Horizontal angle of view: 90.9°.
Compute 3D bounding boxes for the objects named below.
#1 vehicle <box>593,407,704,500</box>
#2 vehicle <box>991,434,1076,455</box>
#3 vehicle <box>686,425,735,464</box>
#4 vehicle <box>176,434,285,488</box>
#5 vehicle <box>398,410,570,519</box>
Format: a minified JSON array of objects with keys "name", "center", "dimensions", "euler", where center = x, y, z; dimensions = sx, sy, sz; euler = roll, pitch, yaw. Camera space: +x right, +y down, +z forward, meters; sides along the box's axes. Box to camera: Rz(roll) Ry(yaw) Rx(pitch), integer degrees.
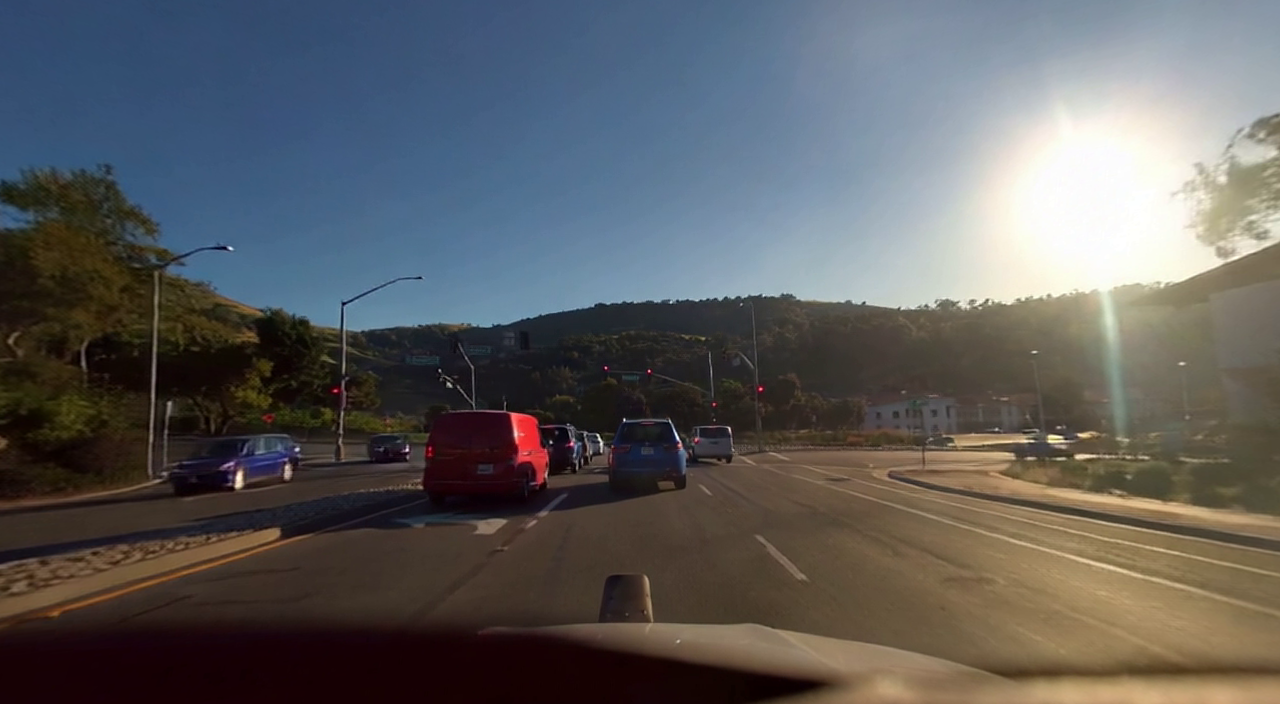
[{"name":"vehicle","center":[0.200,2.346,14.757],"dimensions":[2.185,1.822,4.391],"euler":[0,-8,1]},{"name":"vehicle","center":[28.505,6.697,45.753],"dimensions":[4.914,1.470,1.803],"euler":[-1,-8,3]},{"name":"vehicle","center":[3.210,4.299,29.372],"dimensions":[1.817,1.662,3.843],"euler":[0,-8,-1]},{"name":"vehicle","center":[-14.931,3.961,23.338],"dimensions":[2.053,1.754,4.717],"euler":[2,-9,-17]},{"name":"vehicle","center":[-2.818,2.183,12.666],"dimensions":[2.131,1.783,4.540],"euler":[0,-8,2]}]
